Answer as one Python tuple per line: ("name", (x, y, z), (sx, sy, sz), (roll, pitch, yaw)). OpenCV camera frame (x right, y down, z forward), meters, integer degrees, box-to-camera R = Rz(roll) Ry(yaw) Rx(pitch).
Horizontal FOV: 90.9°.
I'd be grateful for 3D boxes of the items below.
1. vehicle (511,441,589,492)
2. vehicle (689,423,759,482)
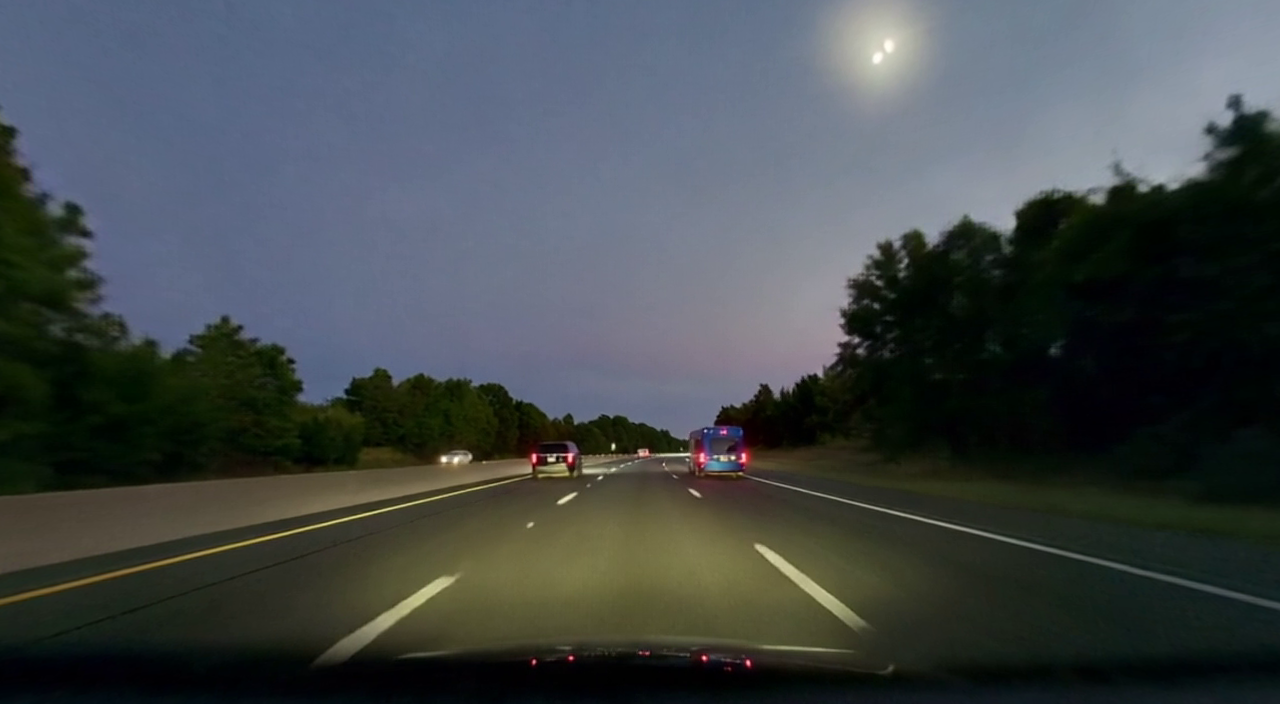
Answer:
("vehicle", (-3.119, 4.067, 22.776), (2.020, 1.619, 4.690), (0, -9, 1))
("vehicle", (4.092, 5.091, 32.049), (2.614, 2.655, 6.429), (0, -9, 0))
